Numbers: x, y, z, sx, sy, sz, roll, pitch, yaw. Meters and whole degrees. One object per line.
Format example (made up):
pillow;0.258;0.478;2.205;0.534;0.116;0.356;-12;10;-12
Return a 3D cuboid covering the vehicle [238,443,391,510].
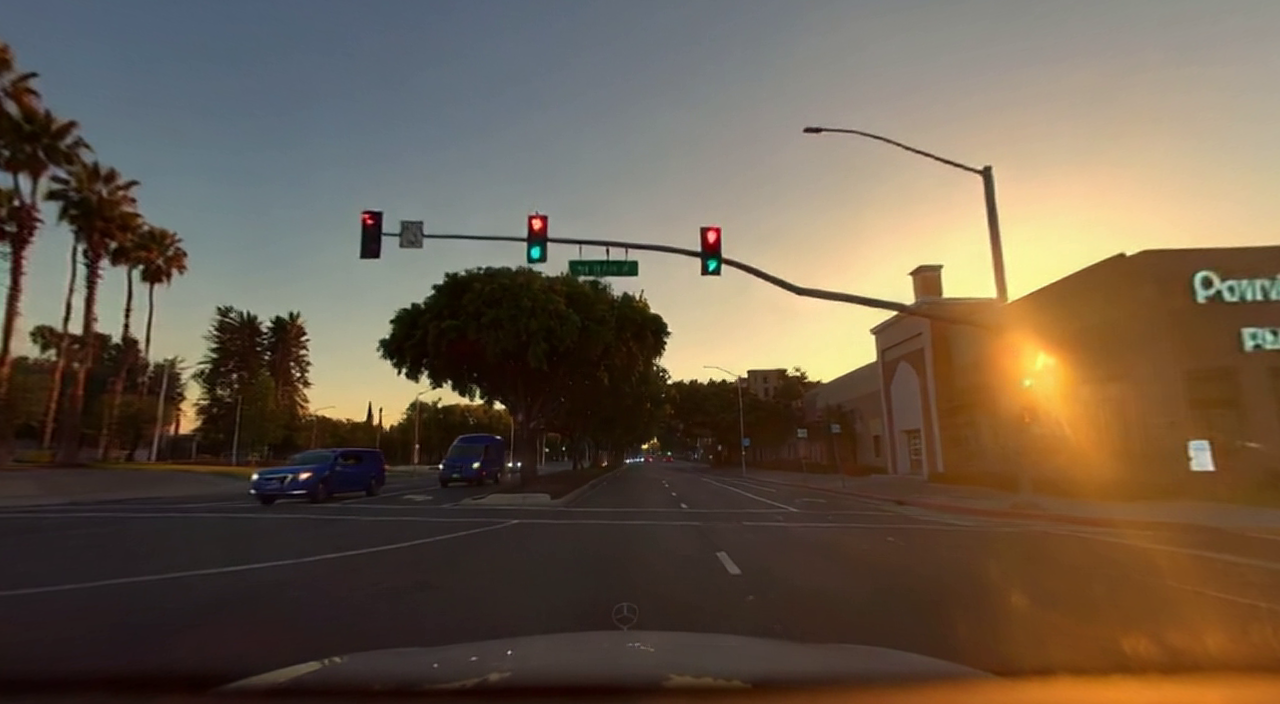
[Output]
vehicle;-9.284;3.547;18.542;2.074;1.681;4.417;0;-9;1

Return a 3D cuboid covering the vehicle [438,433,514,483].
vehicle;-9.700;6.354;38.146;2.509;2.712;7.034;-1;-9;2
